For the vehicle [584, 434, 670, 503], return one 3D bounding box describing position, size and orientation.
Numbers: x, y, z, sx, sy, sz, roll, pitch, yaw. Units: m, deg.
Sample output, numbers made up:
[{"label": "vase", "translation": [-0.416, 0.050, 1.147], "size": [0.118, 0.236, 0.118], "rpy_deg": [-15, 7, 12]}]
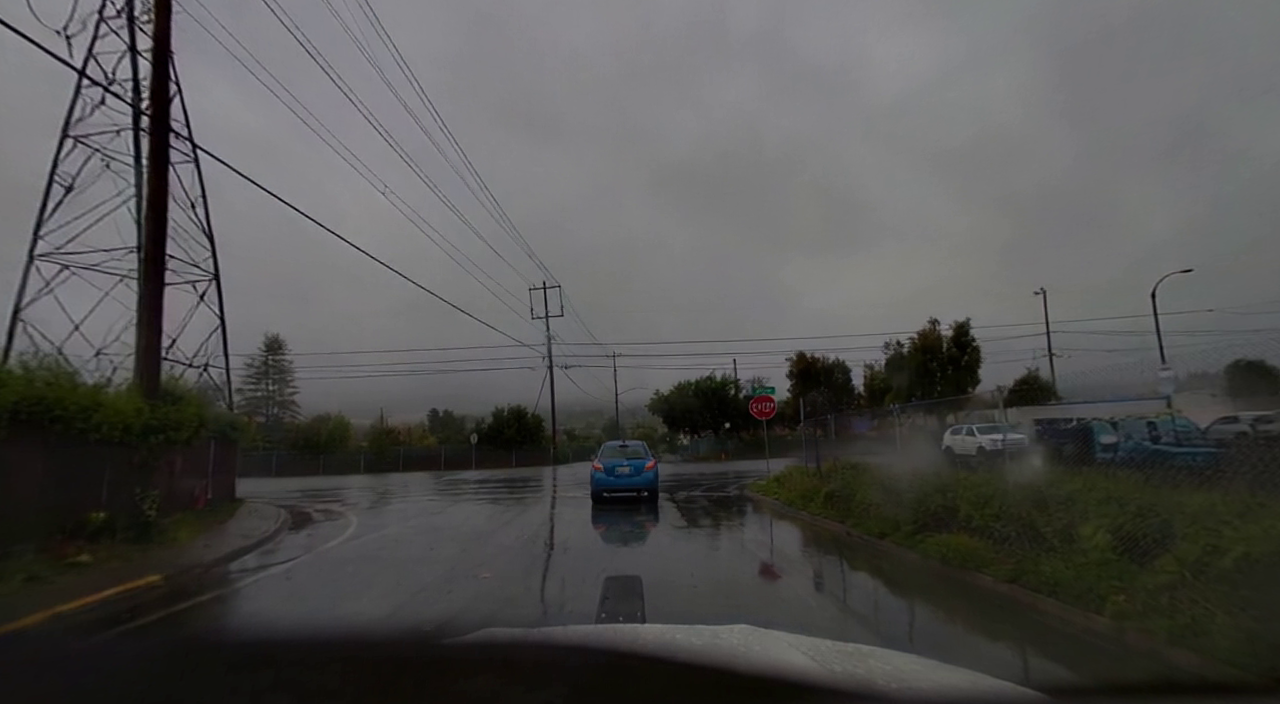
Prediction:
[{"label": "vehicle", "translation": [-0.446, 3.211, 17.929], "size": [2.137, 1.698, 4.166], "rpy_deg": [0, -8, -3]}]
